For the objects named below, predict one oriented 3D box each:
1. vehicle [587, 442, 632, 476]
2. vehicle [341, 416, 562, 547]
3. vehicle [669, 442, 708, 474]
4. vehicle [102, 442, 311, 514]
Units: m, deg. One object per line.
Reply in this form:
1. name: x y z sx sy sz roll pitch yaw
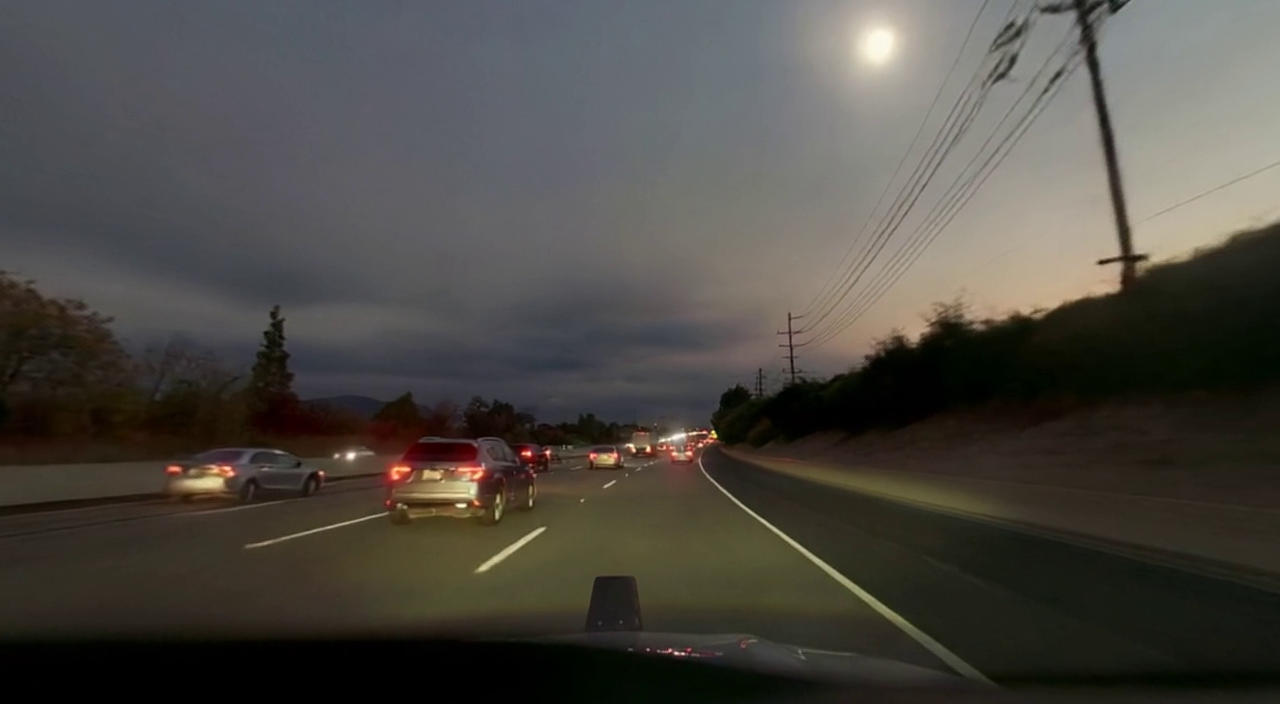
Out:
1. vehicle: -1.567 5.698 33.845 1.976 1.688 4.124 -1 -9 4
2. vehicle: -2.934 2.173 11.279 2.202 1.801 4.959 0 -9 3
3. vehicle: 2.787 5.998 35.827 2.038 1.677 4.219 -1 -9 5
4. vehicle: -10.473 3.039 15.739 1.954 1.517 4.378 0 -9 3
